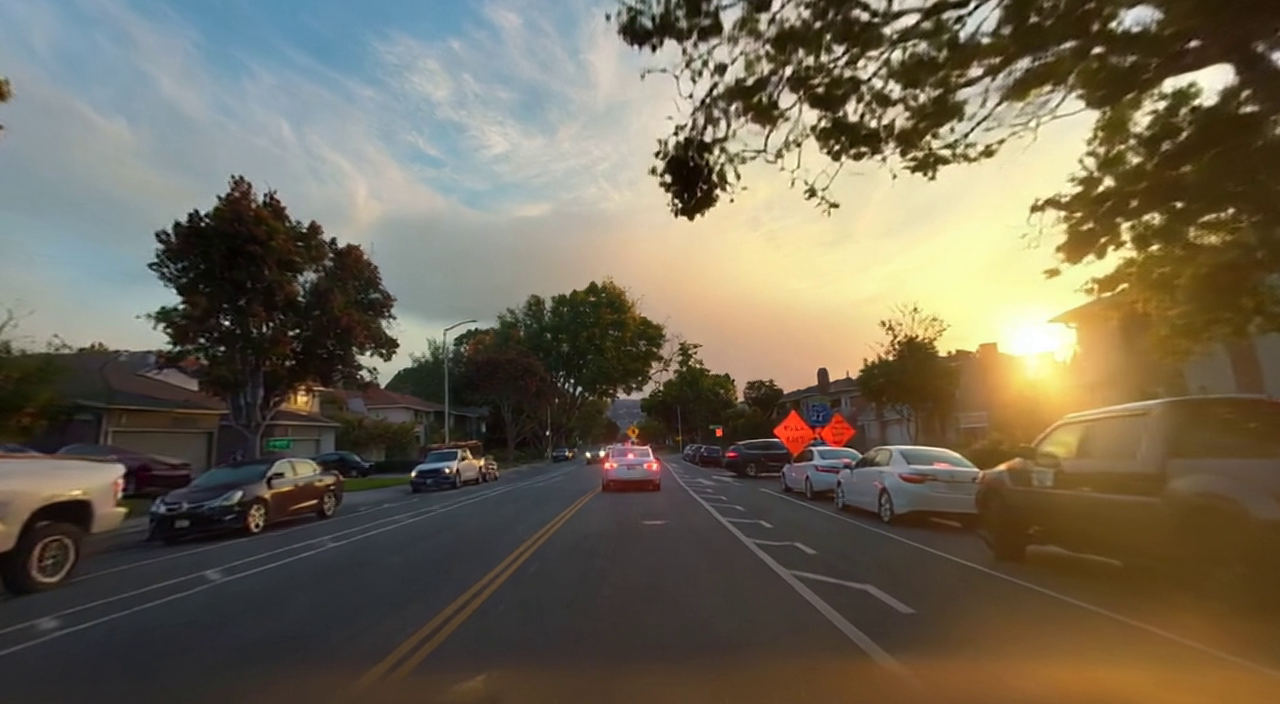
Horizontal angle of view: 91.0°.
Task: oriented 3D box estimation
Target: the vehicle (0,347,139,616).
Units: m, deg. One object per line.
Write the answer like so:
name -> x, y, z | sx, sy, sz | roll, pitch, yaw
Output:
vehicle -> -7.620, 1.194, 5.636 | 2.526, 2.631, 4.228 | 0, -9, 3

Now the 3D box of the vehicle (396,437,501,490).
vehicle -> -8.174, 4.829, 27.694 | 2.659, 2.047, 6.014 | 0, -9, 1

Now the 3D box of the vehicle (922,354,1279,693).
vehicle -> 4.837, 1.220, 5.135 | 2.279, 1.946, 5.925 | 0, -9, 0

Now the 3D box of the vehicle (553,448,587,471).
vehicle -> -5.106, 7.697, 45.311 | 1.997, 1.464, 4.925 | 2, -9, -11

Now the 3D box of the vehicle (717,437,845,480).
vehicle -> 6.497, 4.860, 28.989 | 5.503, 1.853, 2.218 | -3, -9, 17

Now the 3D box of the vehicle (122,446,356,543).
vehicle -> -8.056, 2.844, 13.313 | 2.036, 1.676, 4.440 | 0, -9, -1

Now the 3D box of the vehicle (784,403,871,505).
vehicle -> 5.235, 2.868, 17.895 | 1.409, 2.648, 2.645 | 0, -8, -4

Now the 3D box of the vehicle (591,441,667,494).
vehicle -> -0.281, 3.606, 20.025 | 2.151, 1.481, 4.084 | 0, -9, 1
